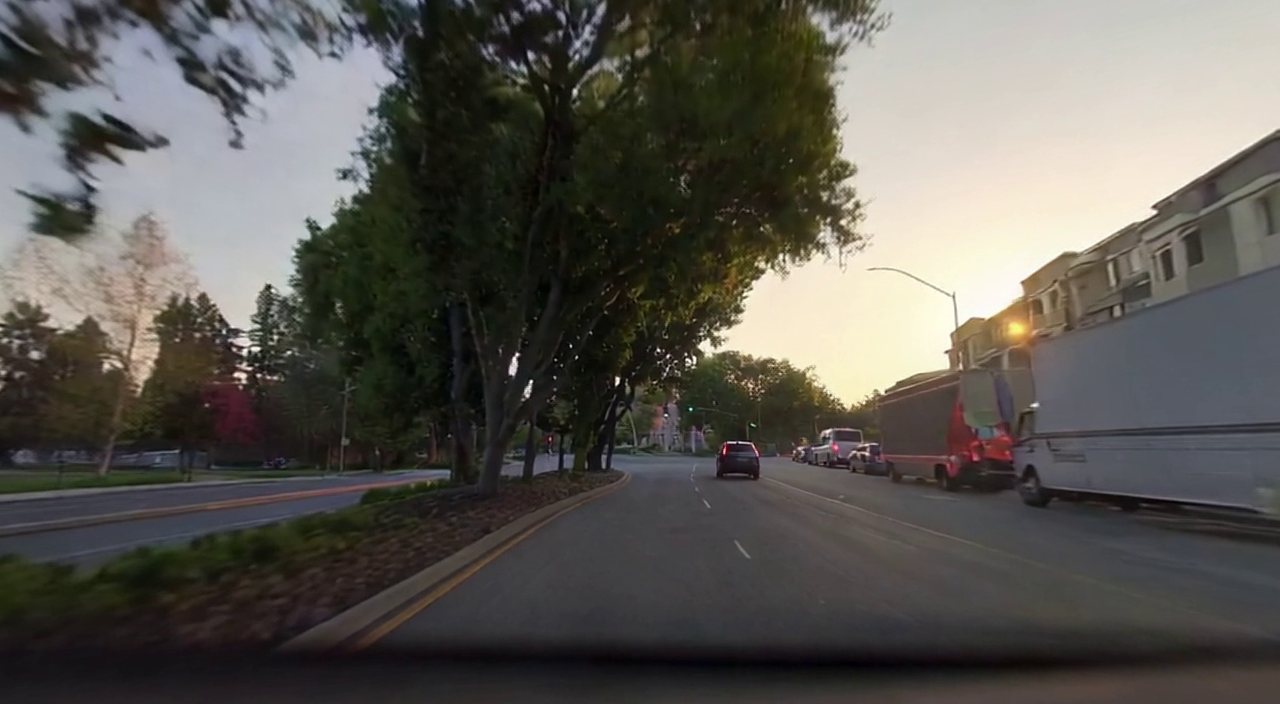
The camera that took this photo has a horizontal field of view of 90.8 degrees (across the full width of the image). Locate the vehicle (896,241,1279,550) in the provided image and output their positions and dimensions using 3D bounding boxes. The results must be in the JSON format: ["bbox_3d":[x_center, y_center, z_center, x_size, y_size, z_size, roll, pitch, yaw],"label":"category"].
[{"bbox_3d":[10.355,1.324,13.446,2.887,4.158,18.418,-1,-9,2],"label":"vehicle"}]

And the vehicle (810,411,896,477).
[{"bbox_3d":[11.852,5.222,35.919,2.893,3.309,7.300,0,-9,5],"label":"vehicle"}]

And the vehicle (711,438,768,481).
[{"bbox_3d":[4.542,4.979,29.572,2.215,1.812,4.569,-1,-9,4],"label":"vehicle"}]
